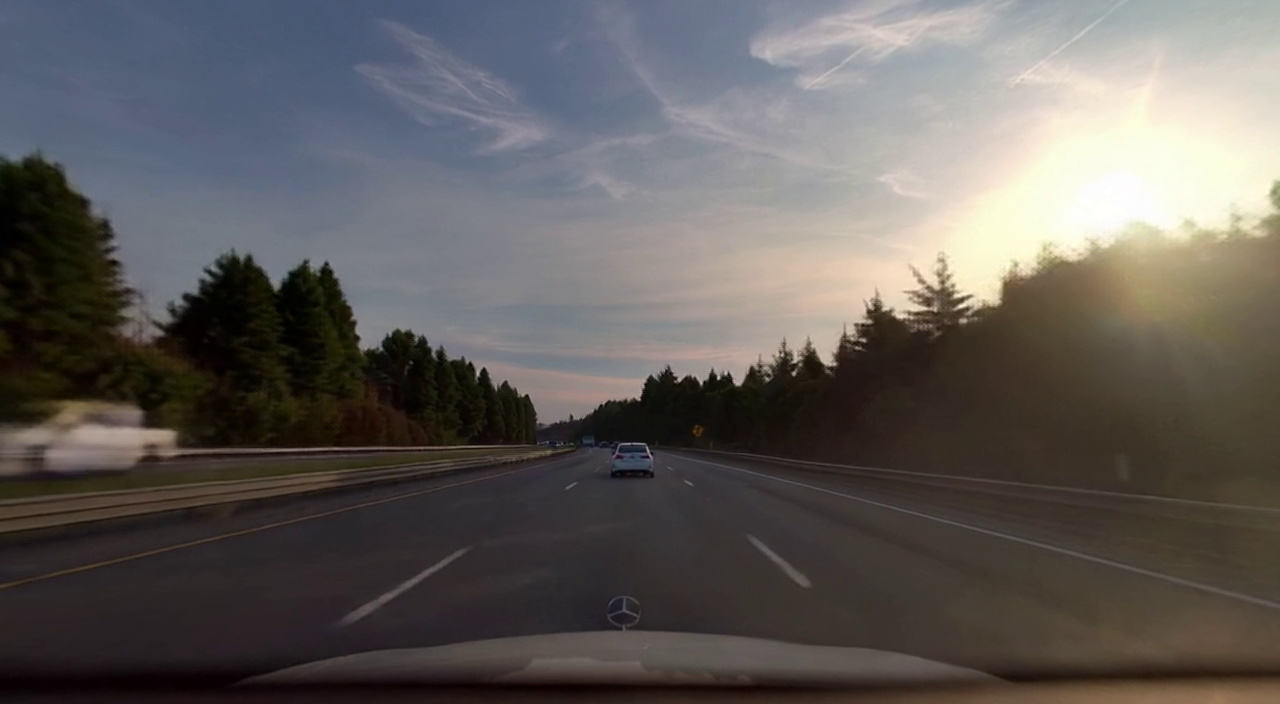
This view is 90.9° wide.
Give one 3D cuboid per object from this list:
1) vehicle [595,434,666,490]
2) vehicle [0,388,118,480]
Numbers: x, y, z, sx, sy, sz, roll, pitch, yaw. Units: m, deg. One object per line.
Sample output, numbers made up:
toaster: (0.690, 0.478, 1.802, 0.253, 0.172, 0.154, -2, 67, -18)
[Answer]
vehicle: (-0.289, 3.400, 19.778, 2.011, 1.590, 3.607, 0, -9, -1)
vehicle: (-13.357, 1.613, 12.360, 2.090, 1.762, 4.769, 0, -9, 0)
